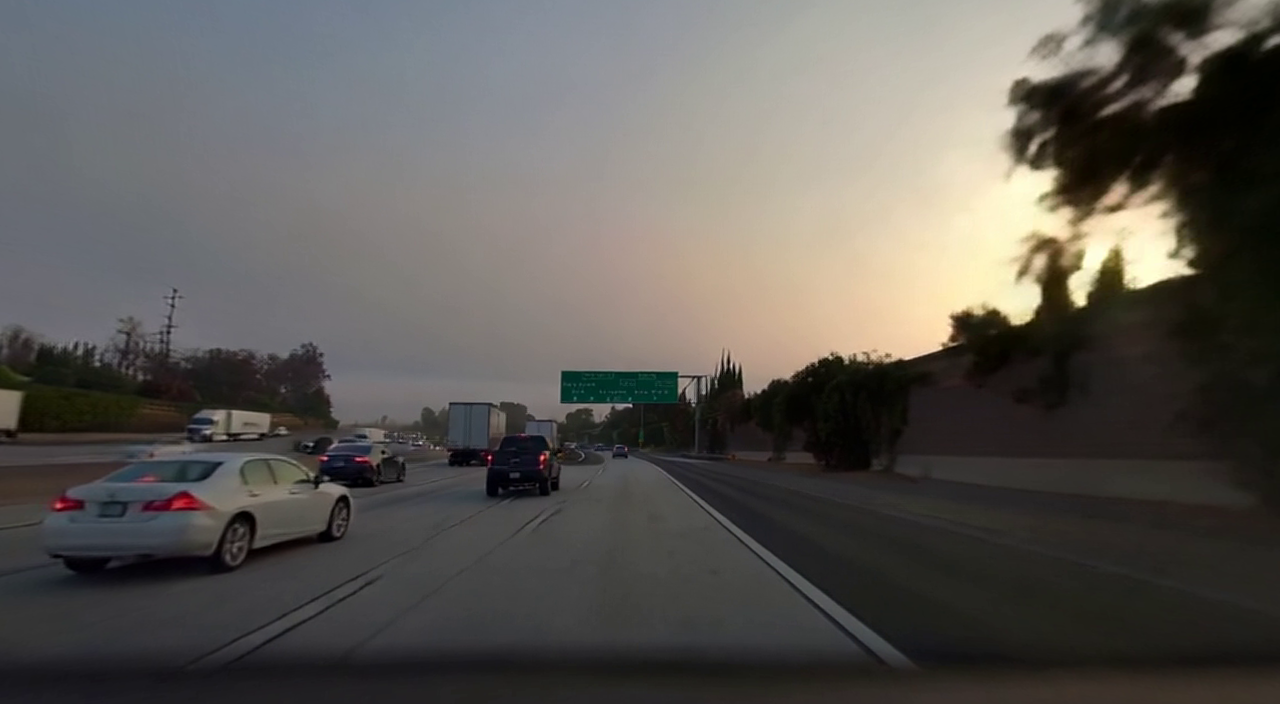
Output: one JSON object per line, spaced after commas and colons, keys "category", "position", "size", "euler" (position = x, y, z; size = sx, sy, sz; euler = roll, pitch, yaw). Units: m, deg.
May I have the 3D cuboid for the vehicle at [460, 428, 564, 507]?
{"category": "vehicle", "position": [-3.282, 3.068, 17.365], "size": [2.093, 1.785, 5.303], "euler": [0, -9, -4]}

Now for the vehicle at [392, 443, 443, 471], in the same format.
{"category": "vehicle", "position": [-15.332, 7.218, 43.833], "size": [2.069, 1.789, 4.768], "euler": [0, -9, -4]}

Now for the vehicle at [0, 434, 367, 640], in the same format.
{"category": "vehicle", "position": [-4.874, 1.670, 6.858], "size": [1.932, 1.445, 4.625], "euler": [0, -9, -2]}
